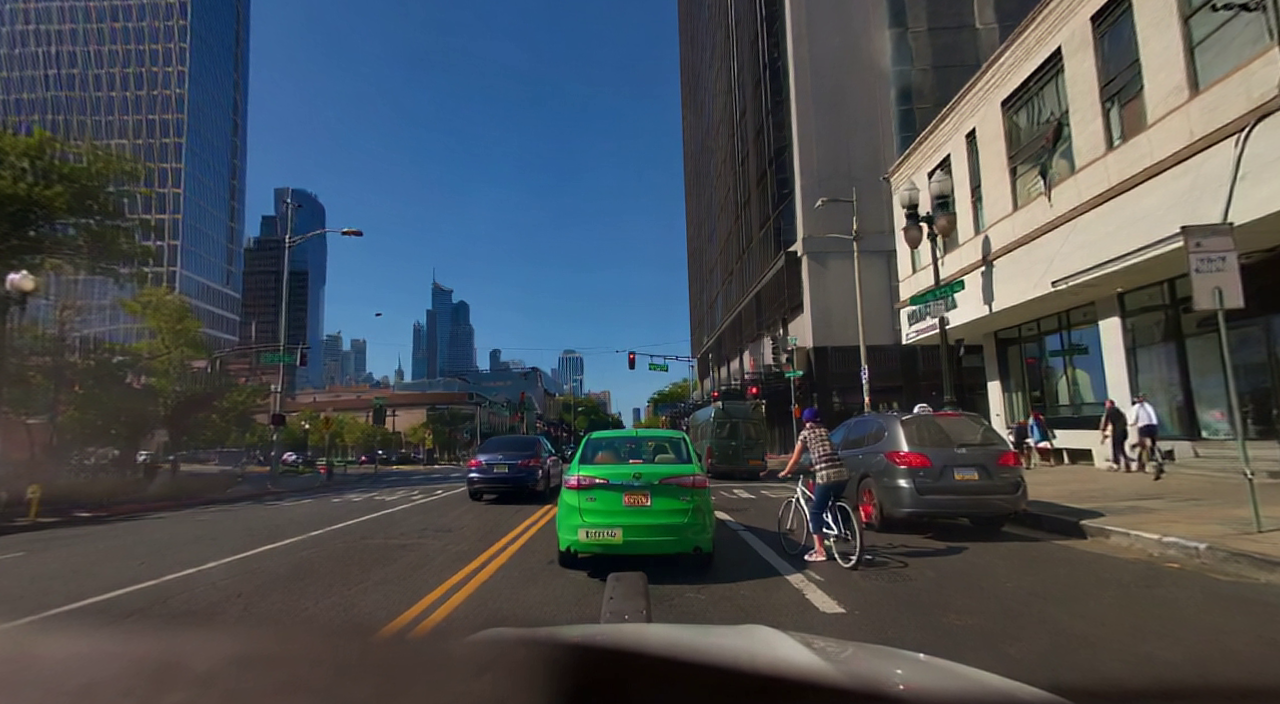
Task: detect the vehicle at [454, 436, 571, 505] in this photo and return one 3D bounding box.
[{"bbox_3d":[-2.999,2.900,15.896,2.039,1.452,4.489,0,-9,0],"label":"vehicle"}]

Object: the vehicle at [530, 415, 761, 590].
[{"bbox_3d":[0.030,1.667,7.788,2.091,1.557,4.000,0,-9,0],"label":"vehicle"}]

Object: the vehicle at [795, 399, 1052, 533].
[{"bbox_3d":[4.499,1.919,11.108,2.142,1.829,4.767,0,-9,-2],"label":"vehicle"}]
